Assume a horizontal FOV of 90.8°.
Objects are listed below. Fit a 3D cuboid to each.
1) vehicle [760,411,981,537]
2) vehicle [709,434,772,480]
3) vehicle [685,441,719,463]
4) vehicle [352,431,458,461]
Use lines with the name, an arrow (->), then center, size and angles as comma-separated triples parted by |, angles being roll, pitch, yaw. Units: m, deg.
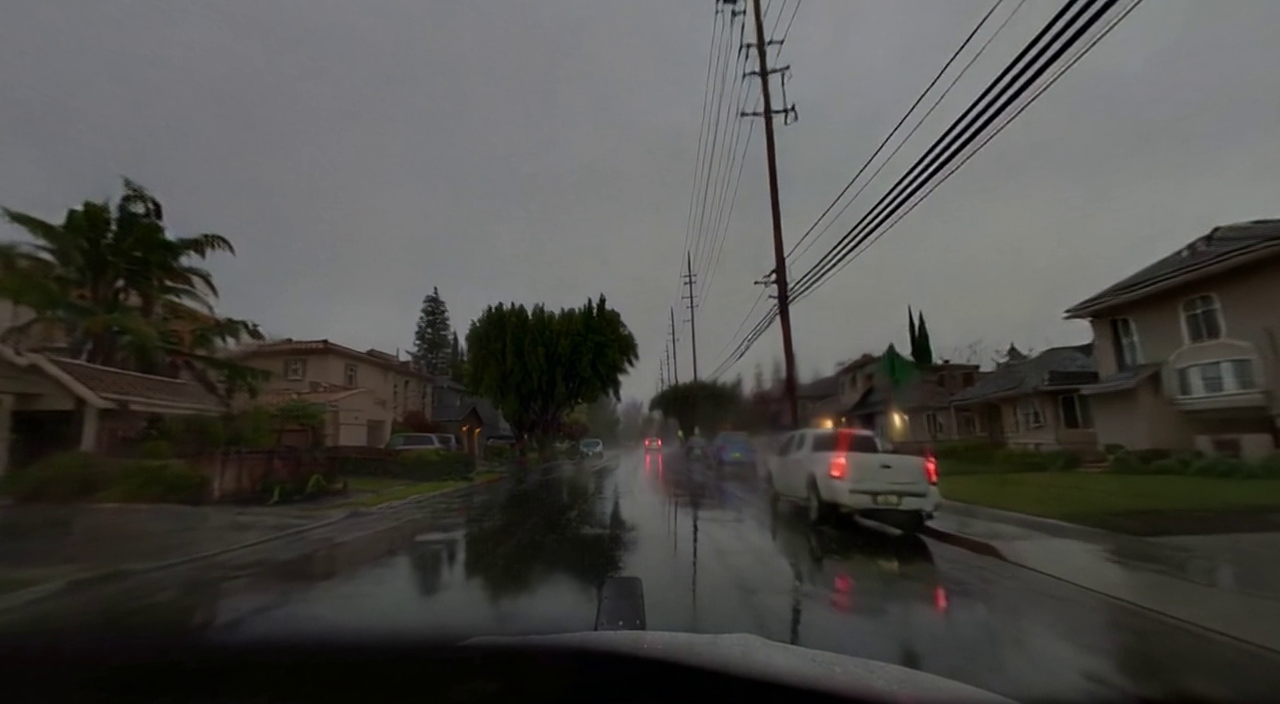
vehicle -> 3.847, 2.152, 11.786 | 2.280, 1.820, 5.001 | 0, -8, 1
vehicle -> 4.191, 4.450, 27.056 | 2.066, 1.753, 4.877 | 0, -8, 2
vehicle -> 4.460, 7.302, 46.181 | 2.031, 1.471, 4.328 | 0, -8, -1
vehicle -> -12.343, 4.991, 33.439 | 4.792, 1.521, 2.077 | 0, -8, 1
